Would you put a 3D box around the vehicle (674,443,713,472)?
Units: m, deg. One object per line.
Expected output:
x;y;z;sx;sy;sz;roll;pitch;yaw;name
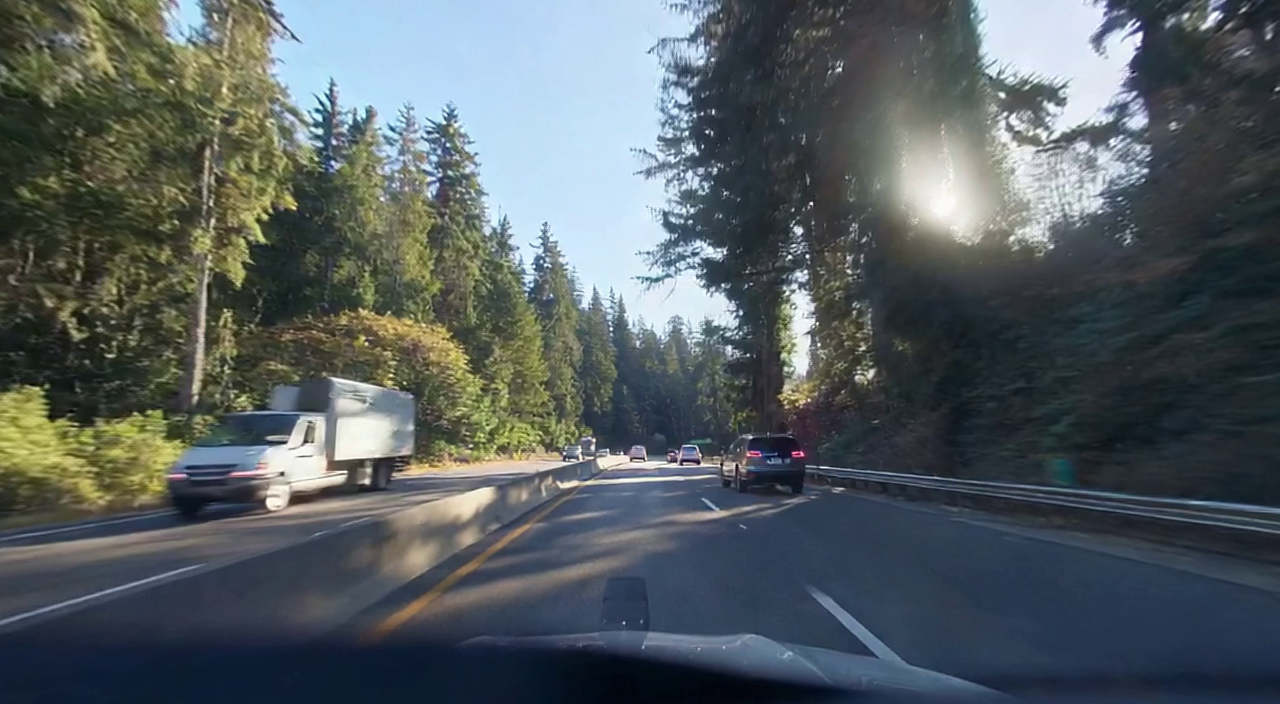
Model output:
3.399;6.797;40.868;2.112;1.708;4.380;0;-8;0;vehicle

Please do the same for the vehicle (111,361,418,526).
-8.627;2.323;16.163;2.794;3.157;7.953;0;-8;1;vehicle

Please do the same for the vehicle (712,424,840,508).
3.397;2.970;16.929;2.270;1.897;4.822;0;-8;-1;vehicle
